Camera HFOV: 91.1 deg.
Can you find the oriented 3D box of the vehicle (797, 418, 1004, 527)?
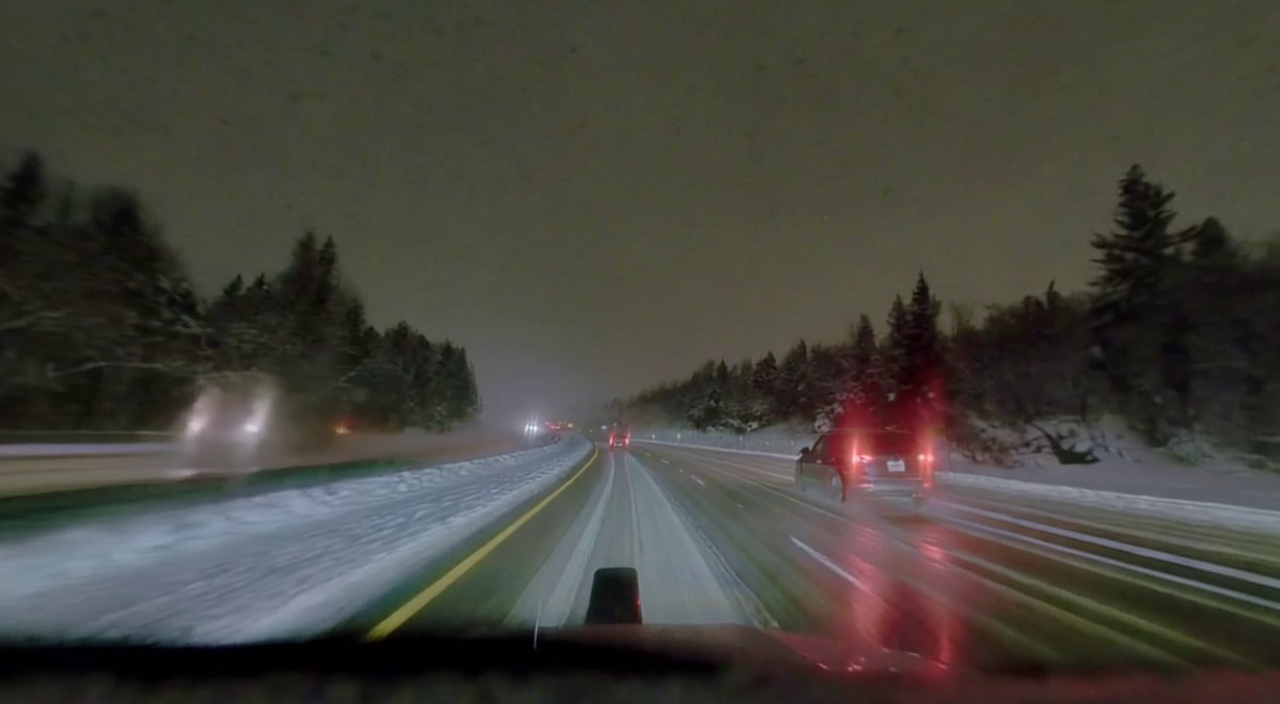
[{"bbox_3d":[4.144,1.946,10.734,1.852,1.513,3.652,0,-8,-2],"label":"vehicle"}]

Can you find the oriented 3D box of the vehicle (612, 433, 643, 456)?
[{"bbox_3d":[-0.926,6.315,42.919,1.998,1.512,3.735,1,-8,-3],"label":"vehicle"}]
